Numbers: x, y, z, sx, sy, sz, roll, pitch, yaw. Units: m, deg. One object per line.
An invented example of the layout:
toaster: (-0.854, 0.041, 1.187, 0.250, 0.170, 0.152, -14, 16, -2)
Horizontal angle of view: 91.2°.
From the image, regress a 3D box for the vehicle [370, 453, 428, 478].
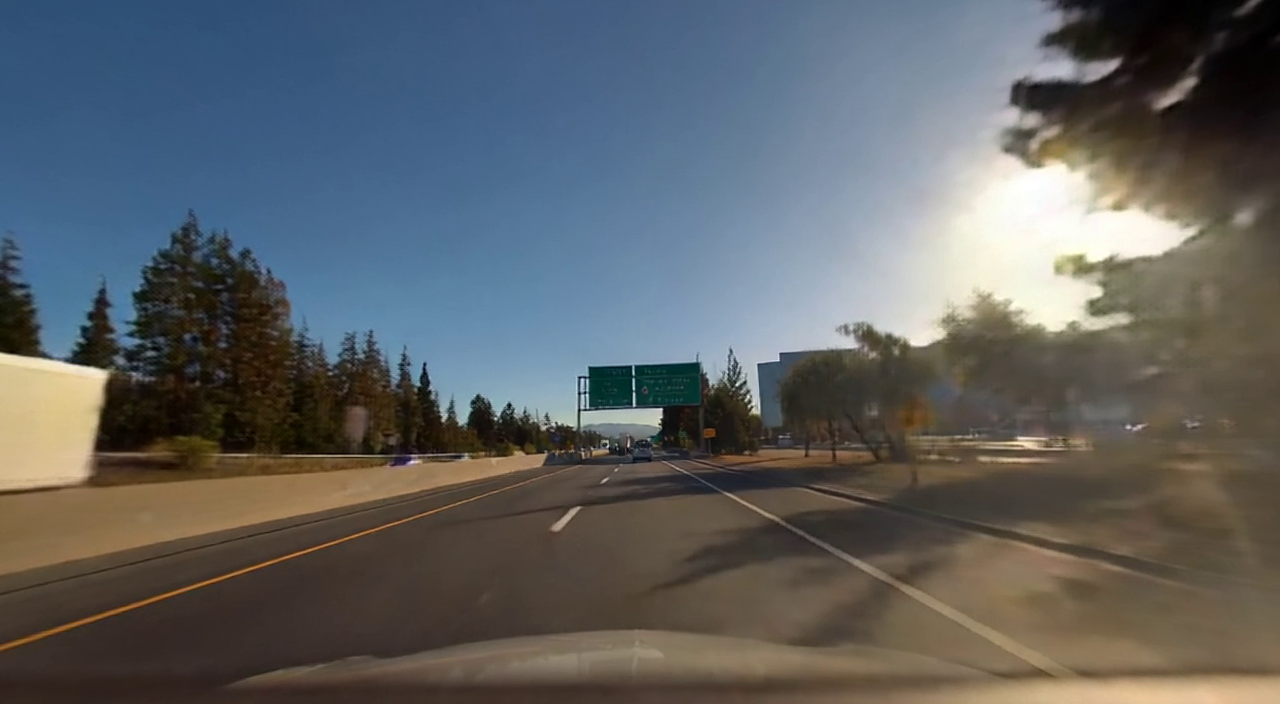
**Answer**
vehicle: (-16.028, 7.563, 41.954, 1.909, 1.525, 4.800, -1, -9, 1)

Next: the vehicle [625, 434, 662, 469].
vehicle: (0.244, 6.546, 41.106, 2.268, 2.122, 4.595, -1, -9, 1)

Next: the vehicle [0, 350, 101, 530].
vehicle: (-16.120, 1.735, 12.525, 2.866, 4.099, 8.730, 0, -9, -1)
